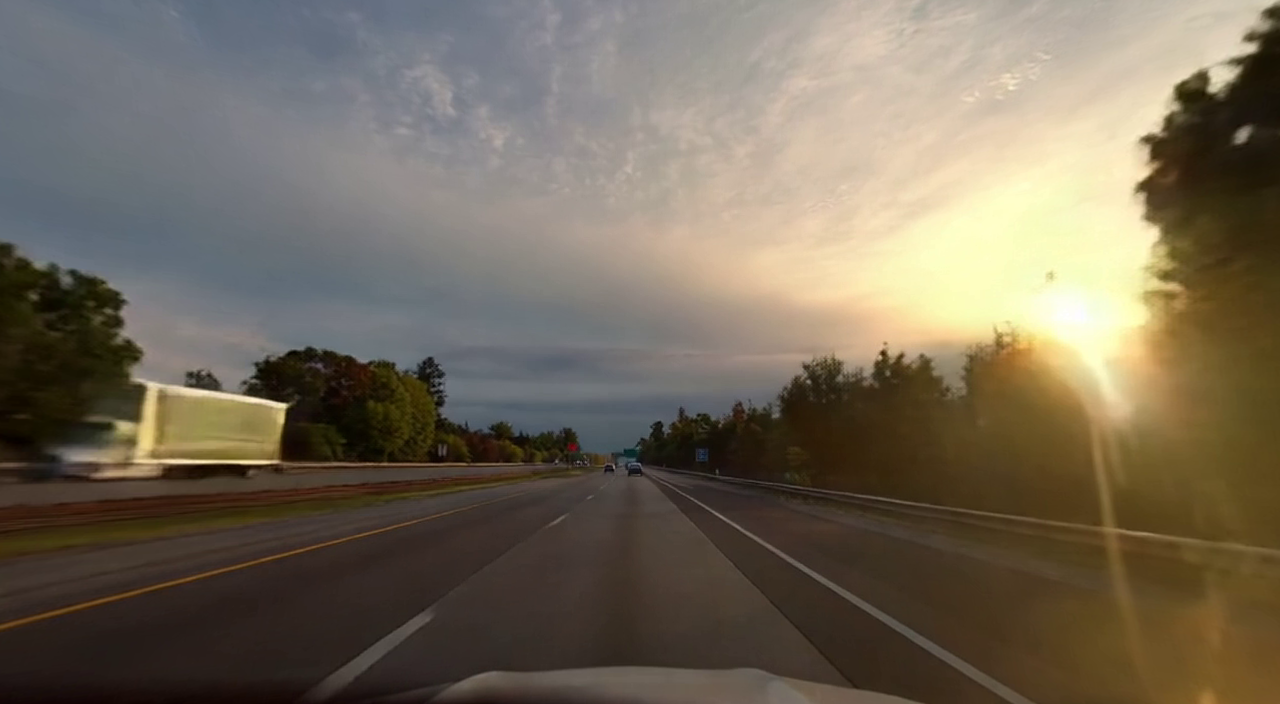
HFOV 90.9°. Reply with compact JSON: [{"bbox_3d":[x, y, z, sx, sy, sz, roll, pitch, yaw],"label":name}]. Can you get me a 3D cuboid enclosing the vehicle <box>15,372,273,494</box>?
[{"bbox_3d":[-16.275,2.967,21.708,2.653,3.441,7.431,1,-10,0],"label":"vehicle"}]
